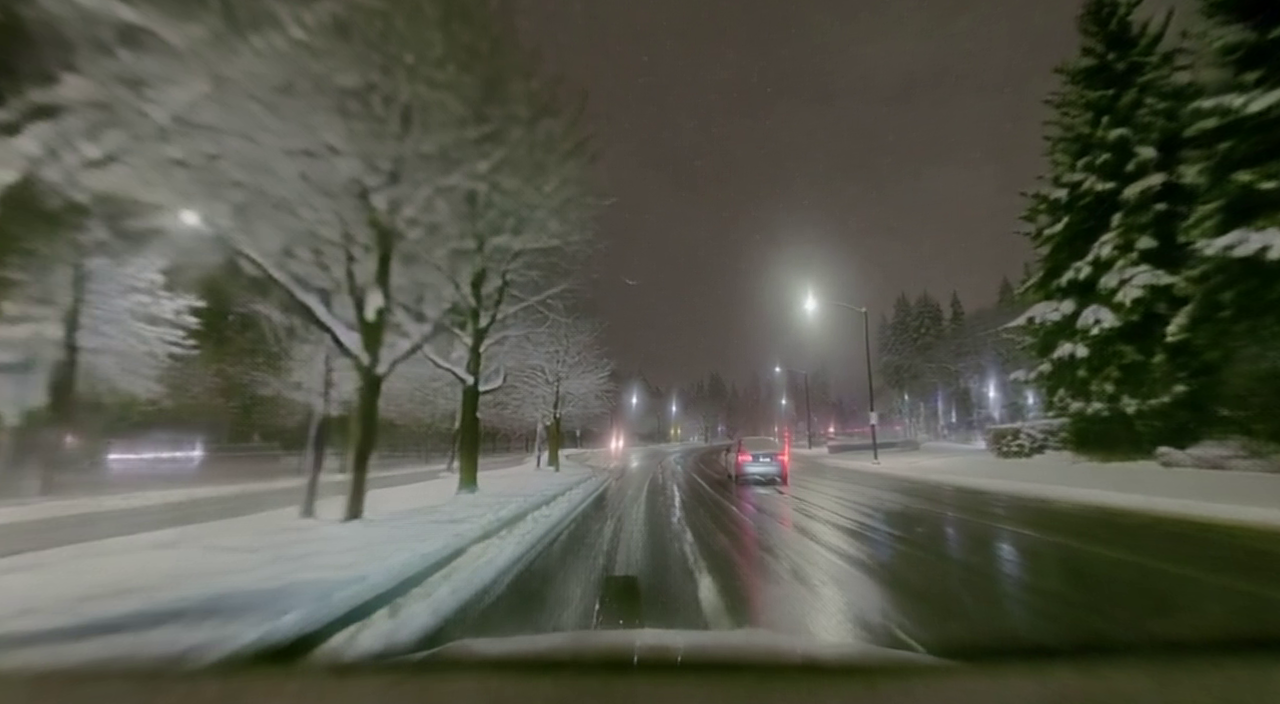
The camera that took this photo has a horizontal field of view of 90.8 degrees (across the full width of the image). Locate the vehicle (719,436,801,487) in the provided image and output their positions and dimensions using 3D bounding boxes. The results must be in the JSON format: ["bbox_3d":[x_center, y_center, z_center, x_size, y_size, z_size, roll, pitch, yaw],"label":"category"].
[{"bbox_3d":[3.870,3.612,21.165,1.928,1.481,4.453,0,-8,0],"label":"vehicle"}]
